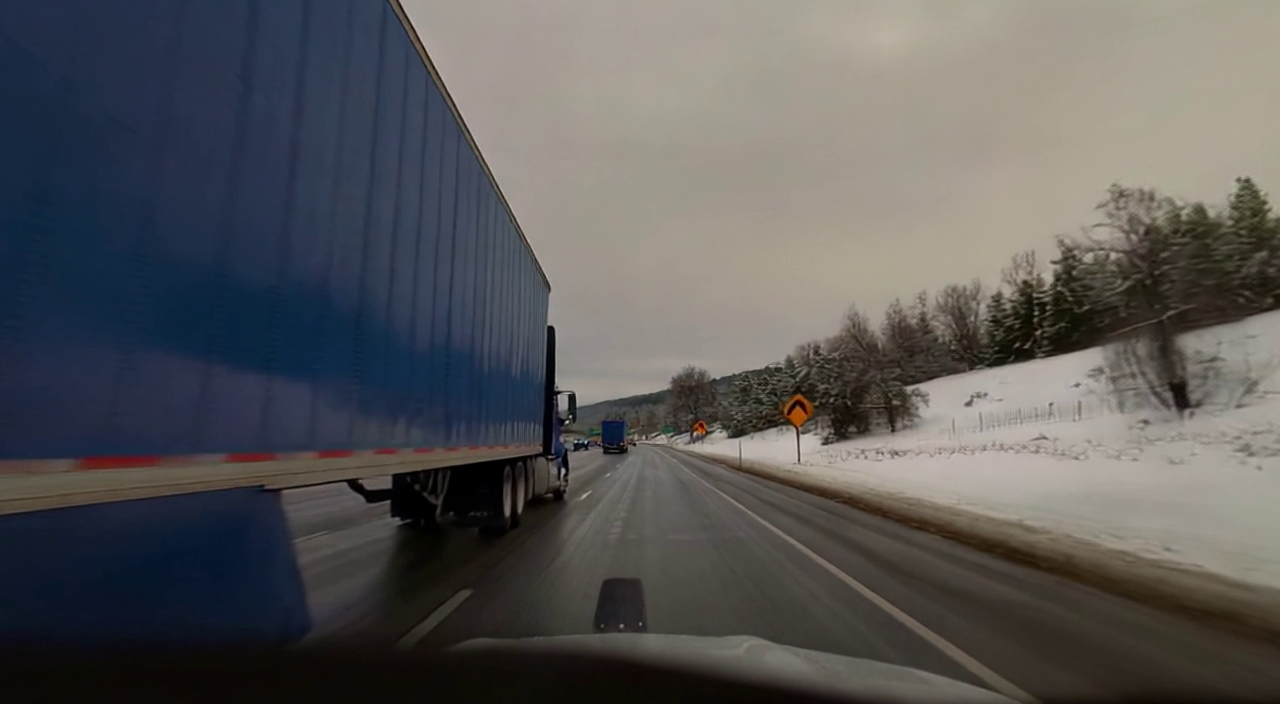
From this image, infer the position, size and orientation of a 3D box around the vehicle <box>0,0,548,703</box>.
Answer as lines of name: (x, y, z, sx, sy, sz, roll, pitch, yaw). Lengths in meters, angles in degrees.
vehicle: (-3.265, -0.358, 2.669, 3.202, 4.352, 16.251, 0, -8, 0)
